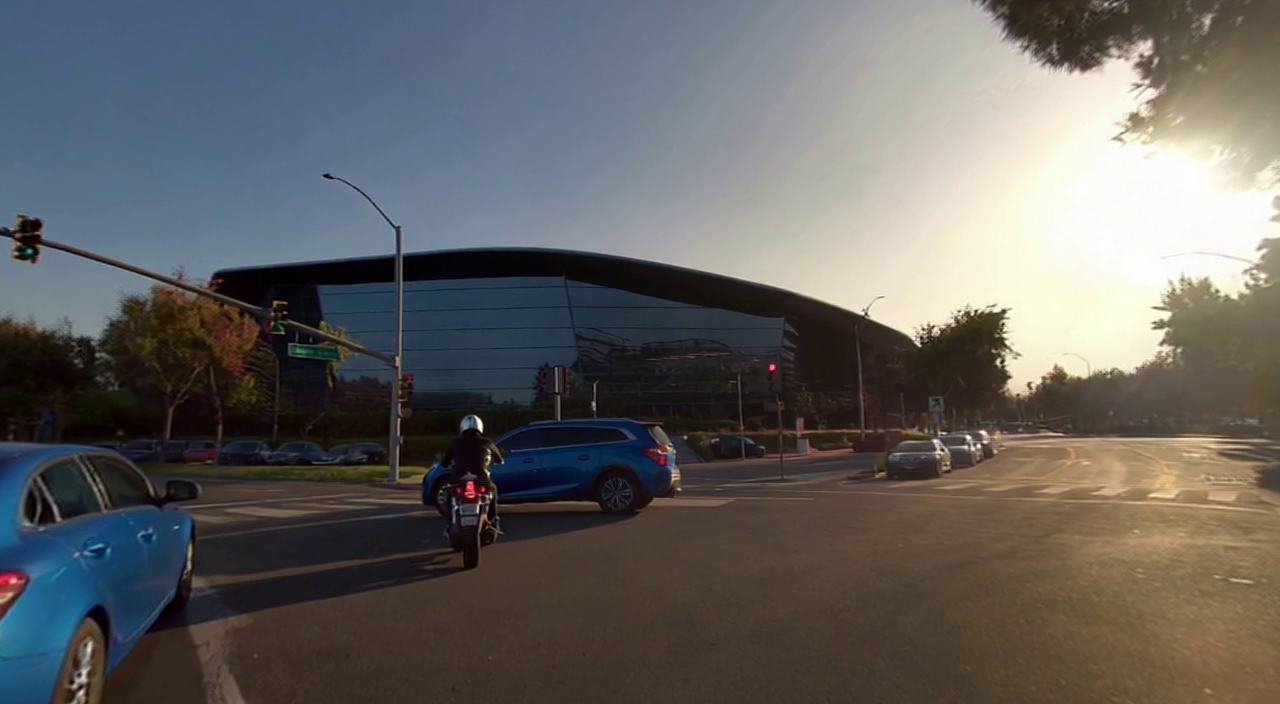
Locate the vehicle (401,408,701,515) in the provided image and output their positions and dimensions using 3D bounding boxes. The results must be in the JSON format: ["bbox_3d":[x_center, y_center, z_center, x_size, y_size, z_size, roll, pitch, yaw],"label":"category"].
[{"bbox_3d":[-1.868,2.263,13.506,5.833,1.960,2.341,2,-9,-16],"label":"vehicle"}]

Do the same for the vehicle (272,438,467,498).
[{"bbox_3d":[-7.150,3.087,17.012,4.401,1.480,1.864,-1,-8,3],"label":"vehicle"}]

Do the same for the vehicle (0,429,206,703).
[{"bbox_3d":[-4.323,1.297,4.283,2.009,1.450,4.182,6,-10,-36],"label":"vehicle"}]

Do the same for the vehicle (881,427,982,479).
[{"bbox_3d":[10.622,3.608,22.798,2.084,1.656,4.583,-7,-11,39],"label":"vehicle"}]
